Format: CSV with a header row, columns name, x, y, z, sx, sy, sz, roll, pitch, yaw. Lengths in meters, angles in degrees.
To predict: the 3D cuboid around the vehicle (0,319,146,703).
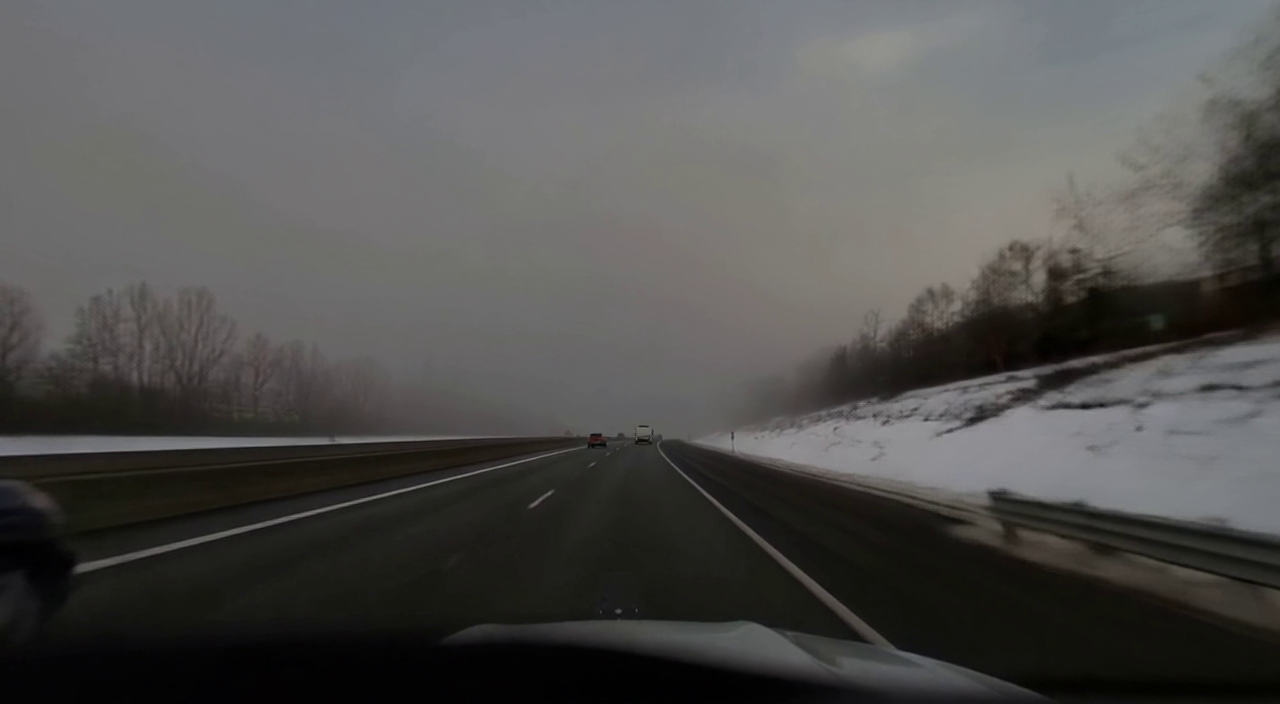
name,x,y,z,sx,sy,sz,roll,pitch,yaw
vehicle,-3.596,0.506,1.070,2.018,1.678,4.312,0,-8,-1
